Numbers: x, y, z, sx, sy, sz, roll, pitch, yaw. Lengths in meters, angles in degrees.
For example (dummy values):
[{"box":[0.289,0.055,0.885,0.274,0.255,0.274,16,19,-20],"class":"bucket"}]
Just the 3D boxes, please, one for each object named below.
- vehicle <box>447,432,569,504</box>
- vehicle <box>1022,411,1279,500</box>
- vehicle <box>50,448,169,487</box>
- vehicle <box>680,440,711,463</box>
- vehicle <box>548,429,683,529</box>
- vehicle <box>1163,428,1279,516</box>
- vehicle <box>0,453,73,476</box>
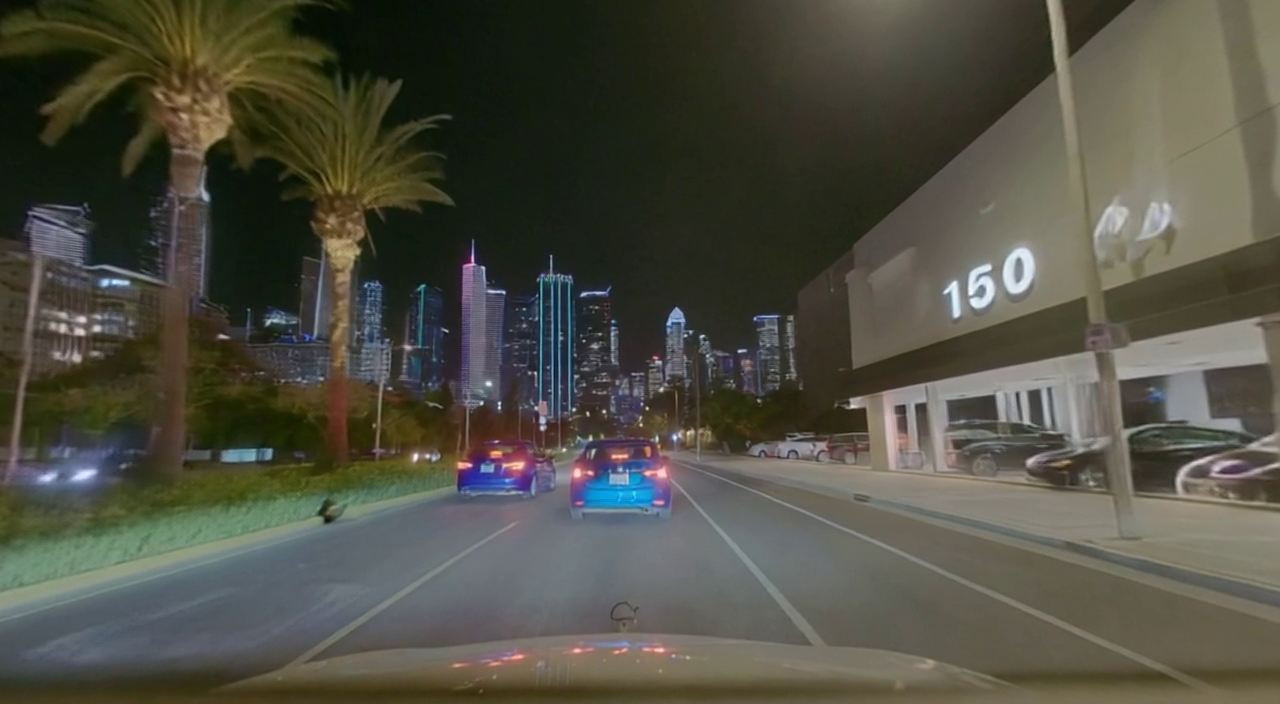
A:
[{"box":[-3.129,2.861,16.018,2.071,1.544,4.383,0,-8,1],"class":"vehicle"},{"box":[12.631,2.479,15.365,5.188,1.805,2.228,-2,-8,-3],"class":"vehicle"},{"box":[-23.550,5.099,28.247,1.819,1.587,3.963,0,-9,0],"class":"vehicle"},{"box":[4.272,7.725,49.262,2.039,1.701,4.223,0,-9,0],"class":"vehicle"},{"box":[-0.355,2.182,11.355,2.004,1.465,3.713,0,-9,0],"class":"vehicle"},{"box":[13.418,2.237,12.327,4.749,1.522,1.905,-1,-9,-3],"class":"vehicle"},{"box":[-42.162,7.711,43.494,4.309,1.484,1.884,0,-8,-1],"class":"vehicle"}]
